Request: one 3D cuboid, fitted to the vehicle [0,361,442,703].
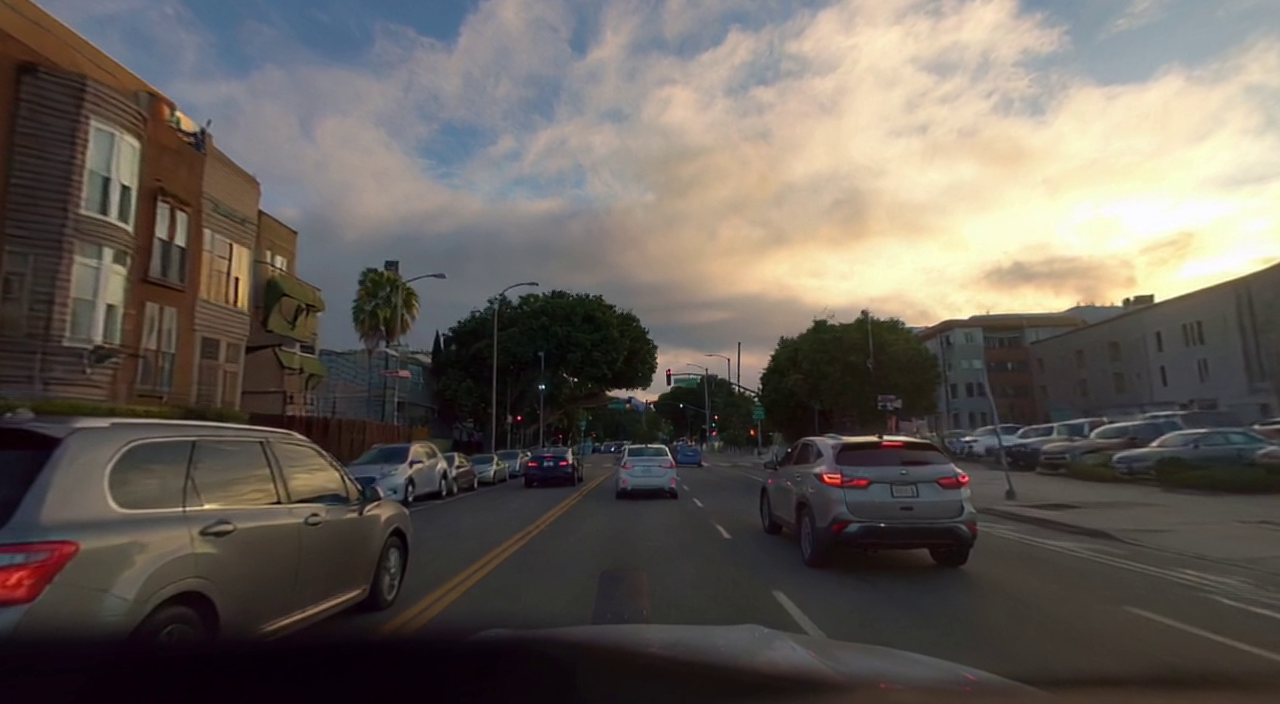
[{"bbox_3d":[-3.022,1.143,4.080,2.085,1.619,3.976,0,-9,1],"label":"vehicle"}]

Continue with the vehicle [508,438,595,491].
[{"bbox_3d":[-2.705,3.607,20.520,2.019,1.507,4.643,0,-9,2],"label":"vehicle"}]

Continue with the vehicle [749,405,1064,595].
[{"bbox_3d":[2.805,1.690,8.001,2.094,1.709,4.394,0,-9,1],"label":"vehicle"}]

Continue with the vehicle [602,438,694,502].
[{"bbox_3d":[0.179,3.077,16.850,2.139,1.466,4.373,0,-9,0],"label":"vehicle"}]
